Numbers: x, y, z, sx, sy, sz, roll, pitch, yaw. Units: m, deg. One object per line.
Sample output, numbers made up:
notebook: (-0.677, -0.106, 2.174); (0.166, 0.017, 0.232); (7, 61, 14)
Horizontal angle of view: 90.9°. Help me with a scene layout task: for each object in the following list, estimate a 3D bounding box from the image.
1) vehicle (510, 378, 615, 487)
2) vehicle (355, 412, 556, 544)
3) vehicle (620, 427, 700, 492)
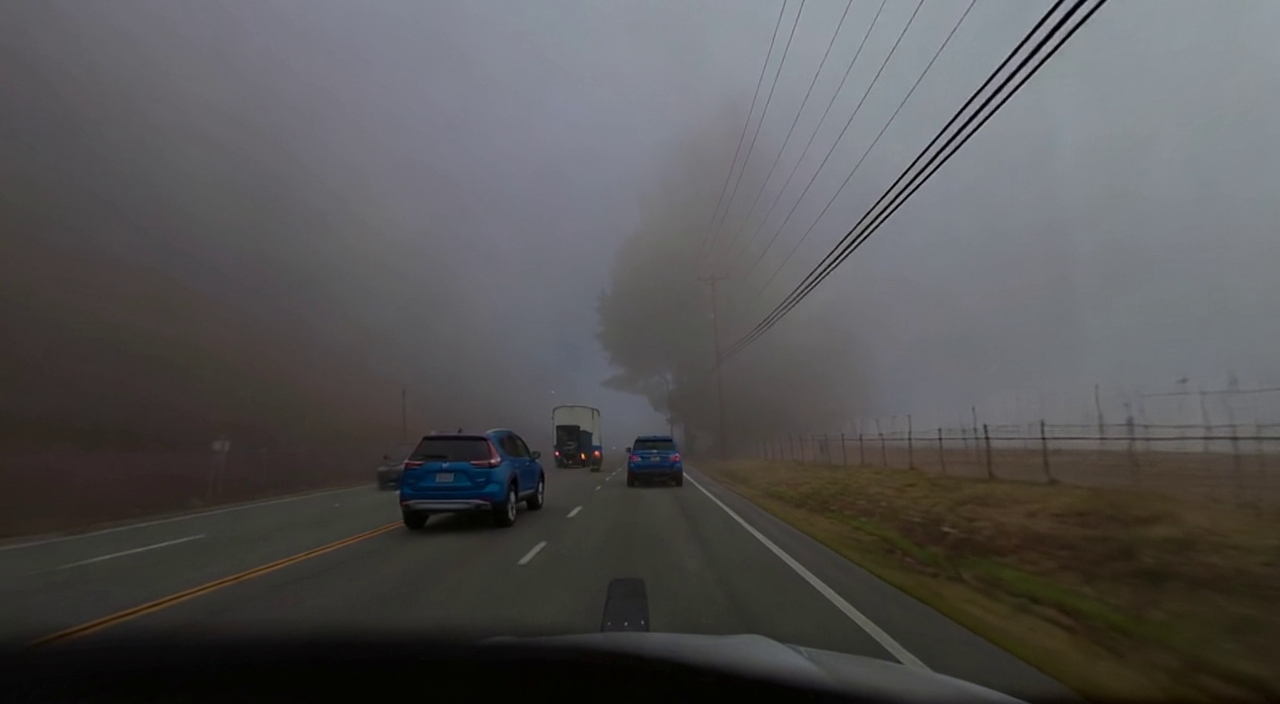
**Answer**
vehicle: (-2.792, 3.511, 26.653); (2.928, 3.658, 10.953); (0, -9, 1)
vehicle: (-2.898, 2.109, 11.161); (2.093, 1.832, 4.508); (0, -9, 1)
vehicle: (0.577, 3.232, 19.204); (2.174, 1.749, 4.113); (0, -9, 1)
